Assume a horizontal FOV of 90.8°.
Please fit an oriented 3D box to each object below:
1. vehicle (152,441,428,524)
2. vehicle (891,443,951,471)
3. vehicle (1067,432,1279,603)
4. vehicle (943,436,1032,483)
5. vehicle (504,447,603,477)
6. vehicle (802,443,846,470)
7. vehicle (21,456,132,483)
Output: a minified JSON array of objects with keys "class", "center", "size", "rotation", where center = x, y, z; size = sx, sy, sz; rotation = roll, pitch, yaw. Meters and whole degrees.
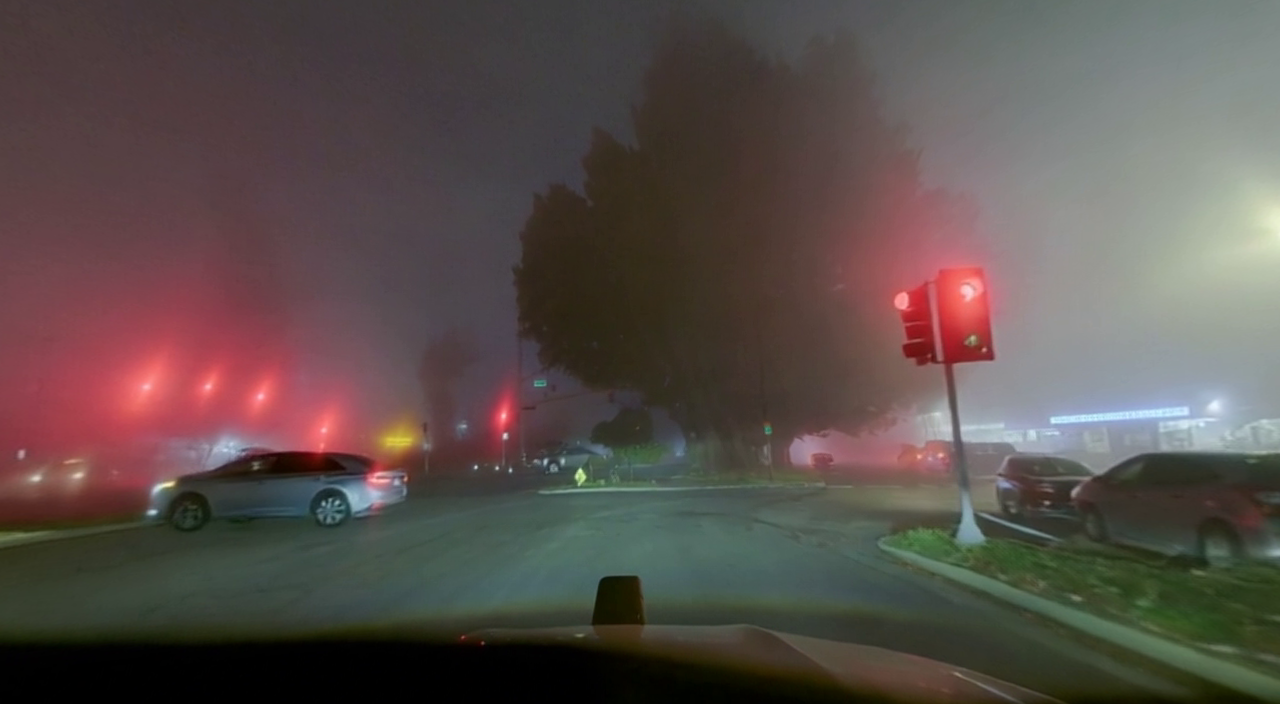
[{"class":"vehicle","center":[-6.716,2.520,12.470],"size":[4.376,1.476,1.791],"rotation":[0,-9,2]},{"class":"vehicle","center":[16.229,6.068,36.739],"size":[1.951,1.491,4.359],"rotation":[-1,-9,7]},{"class":"vehicle","center":[6.893,1.694,7.099],"size":[1.867,1.479,4.452],"rotation":[-2,-9,12]},{"class":"vehicle","center":[13.628,4.228,25.076],"size":[1.921,1.657,4.400],"rotation":[-2,-9,14]},{"class":"vehicle","center":[-4.621,5.907,34.118],"size":[4.792,1.468,2.116],"rotation":[-2,-9,14]},{"class":"vehicle","center":[11.152,6.347,38.594],"size":[2.061,1.519,4.794],"rotation":[-1,-8,10]},{"class":"vehicle","center":[-34.829,7.241,39.224],"size":[1.840,1.451,4.657],"rotation":[-4,-10,26]}]
